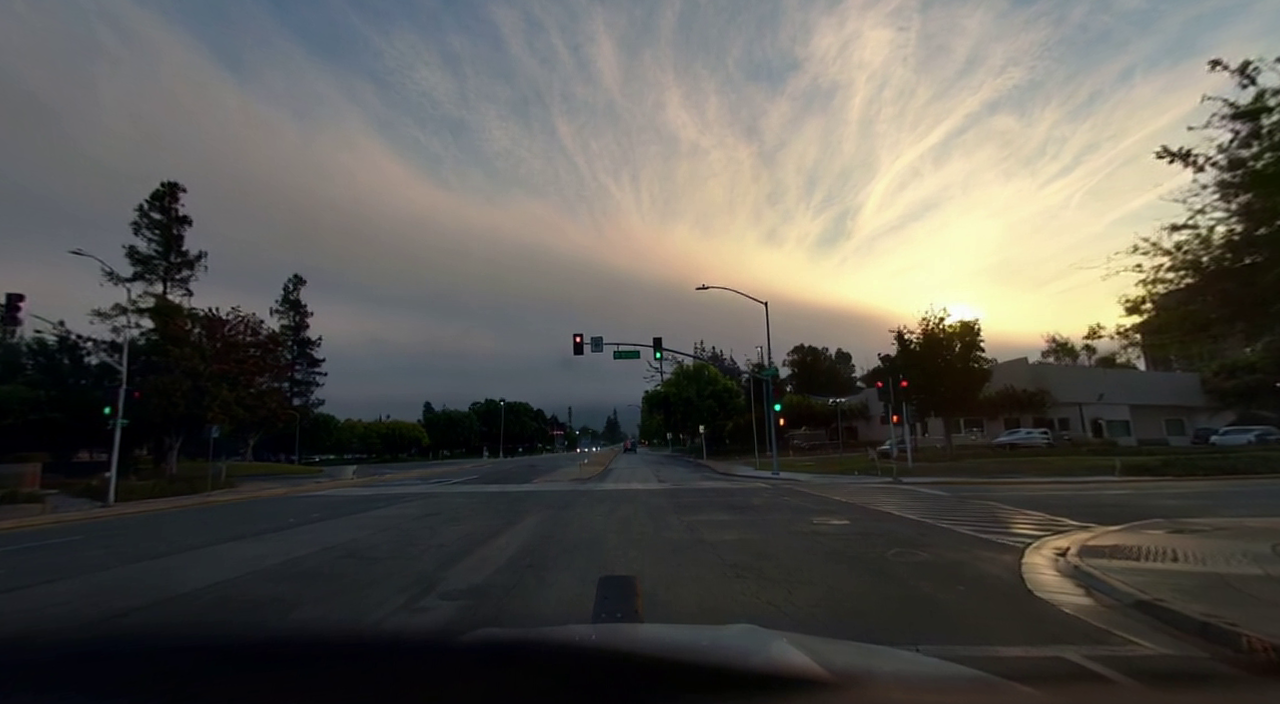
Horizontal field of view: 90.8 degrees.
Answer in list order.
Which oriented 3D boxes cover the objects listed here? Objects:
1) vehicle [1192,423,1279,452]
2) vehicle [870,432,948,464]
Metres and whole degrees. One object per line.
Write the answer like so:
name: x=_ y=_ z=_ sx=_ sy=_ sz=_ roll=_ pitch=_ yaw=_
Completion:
vehicle: x=34.090 y=4.866 z=35.745 sx=1.832 sy=1.521 sz=4.266 roll=0 pitch=-9 yaw=1
vehicle: x=14.950 y=5.378 z=35.386 sx=1.959 sy=1.471 sz=4.570 roll=-4 pitch=-9 yaw=-5
